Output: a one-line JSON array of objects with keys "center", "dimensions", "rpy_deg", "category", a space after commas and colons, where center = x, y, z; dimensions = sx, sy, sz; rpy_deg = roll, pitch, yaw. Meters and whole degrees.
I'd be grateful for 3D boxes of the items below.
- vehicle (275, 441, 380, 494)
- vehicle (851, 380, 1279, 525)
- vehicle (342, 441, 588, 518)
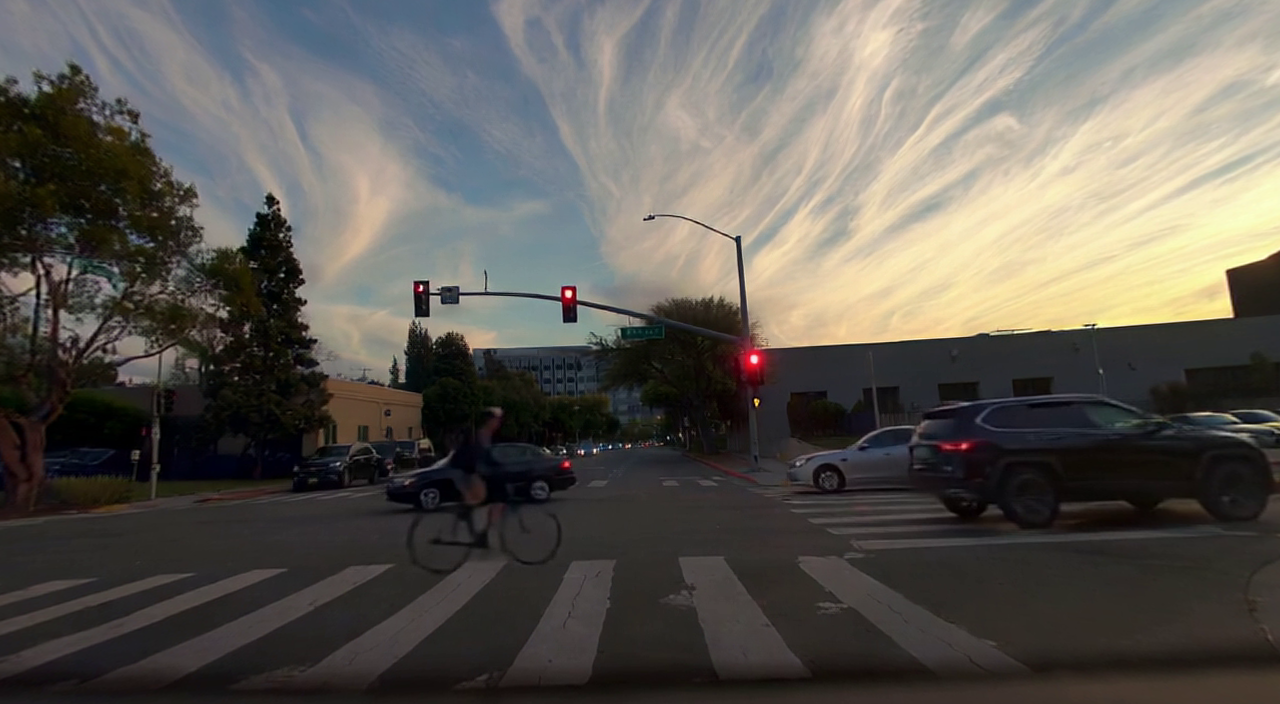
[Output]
[{"center": [-13.728, 5.060, 28.151], "dimensions": [2.251, 1.957, 4.968], "rpy_deg": [-4, -9, -1], "category": "vehicle"}, {"center": [6.104, 1.499, 9.458], "dimensions": [5.122, 1.781, 2.098], "rpy_deg": [-2, -9, 4], "category": "vehicle"}, {"center": [-3.424, 2.553, 13.002], "dimensions": [4.533, 1.419, 1.755], "rpy_deg": [1, -9, -10], "category": "vehicle"}]
